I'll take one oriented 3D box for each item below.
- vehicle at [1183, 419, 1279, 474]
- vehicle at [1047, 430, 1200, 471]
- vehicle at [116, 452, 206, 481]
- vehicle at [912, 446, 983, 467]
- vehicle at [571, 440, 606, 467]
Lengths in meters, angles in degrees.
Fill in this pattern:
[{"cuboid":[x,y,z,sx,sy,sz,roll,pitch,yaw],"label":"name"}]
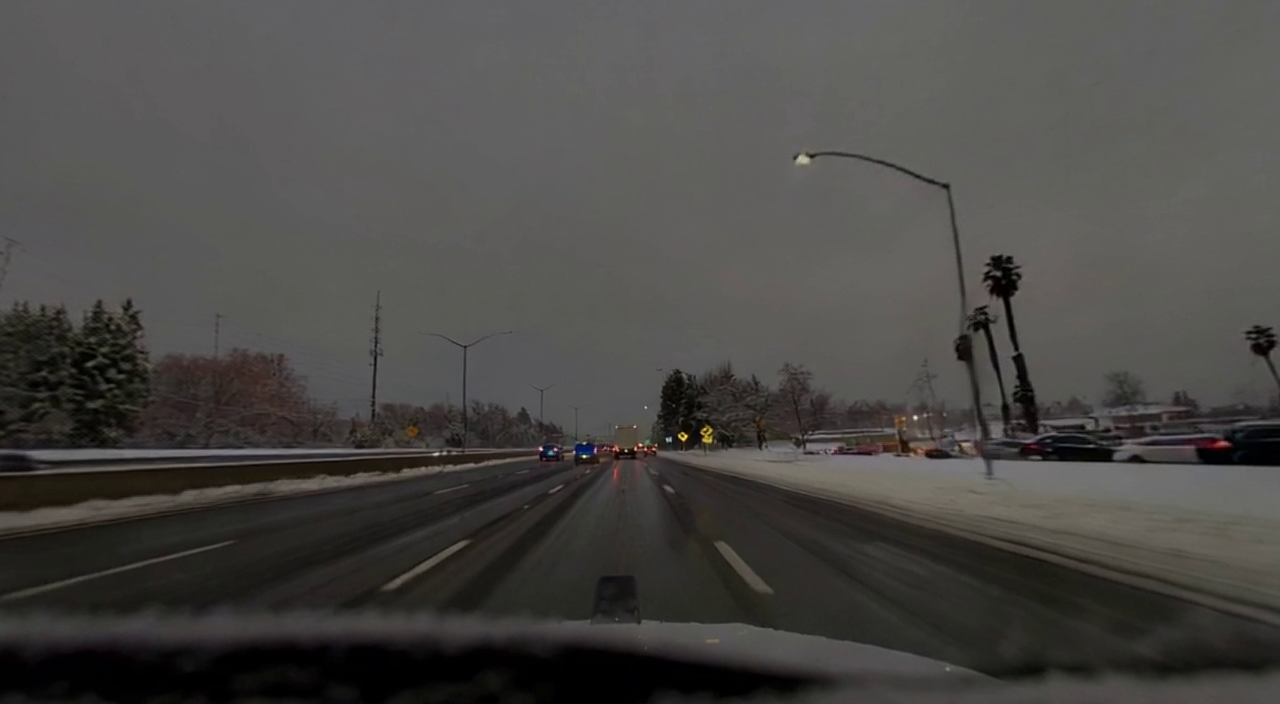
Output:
[{"cuboid":[23.401,3.460,23.214,5.006,1.880,2.095,1,-9,-4],"label":"vehicle"},{"cuboid":[22.869,4.688,30.077,5.372,1.852,2.284,0,-9,-1],"label":"vehicle"},{"cuboid":[-26.187,6.269,34.724,1.771,1.468,4.074,0,-9,-1],"label":"vehicle"},{"cuboid":[23.168,7.860,47.650,4.210,1.539,2.121,0,-9,-2],"label":"vehicle"},{"cuboid":[-4.016,8.017,49.908,2.390,2.007,4.901,0,-9,-1],"label":"vehicle"}]
